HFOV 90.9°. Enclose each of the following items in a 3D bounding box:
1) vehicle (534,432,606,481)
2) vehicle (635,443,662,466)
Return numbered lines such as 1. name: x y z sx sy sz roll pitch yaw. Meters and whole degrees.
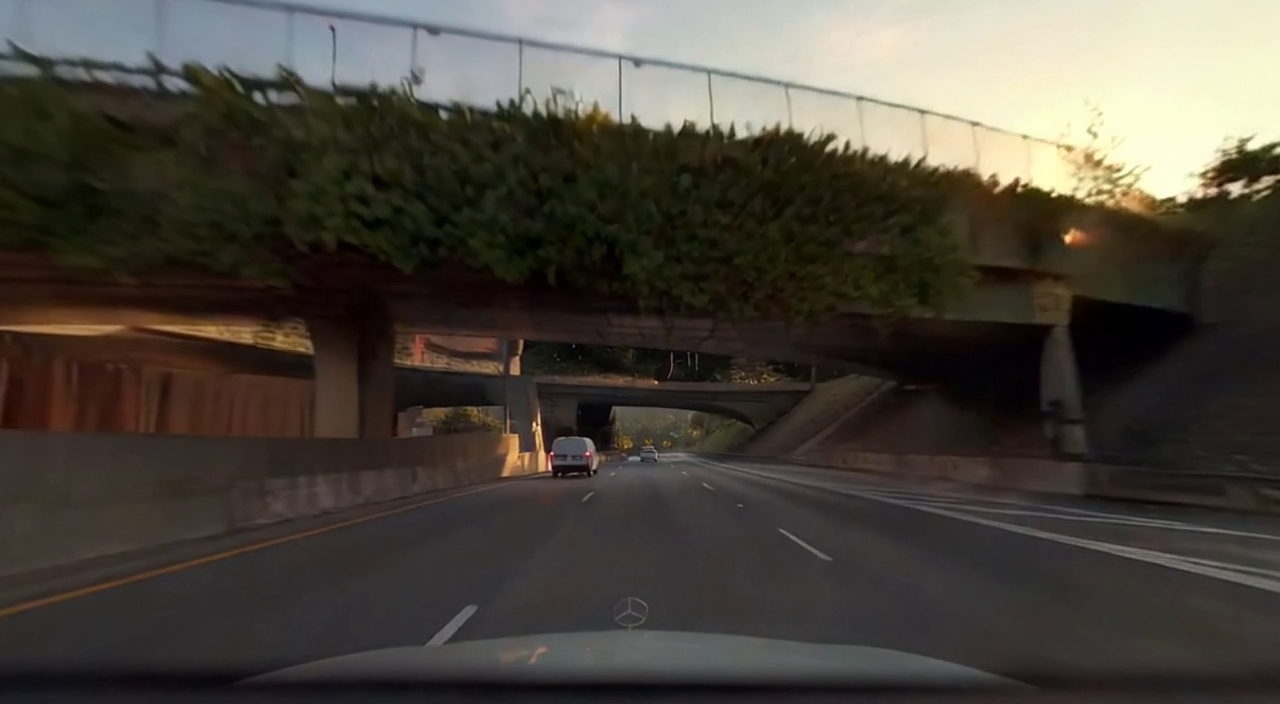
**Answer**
1. vehicle: -2.968 4.656 28.295 2.572 1.927 5.803 0 -9 0
2. vehicle: 0.641 8.082 49.883 2.067 1.690 3.901 0 -9 -1
